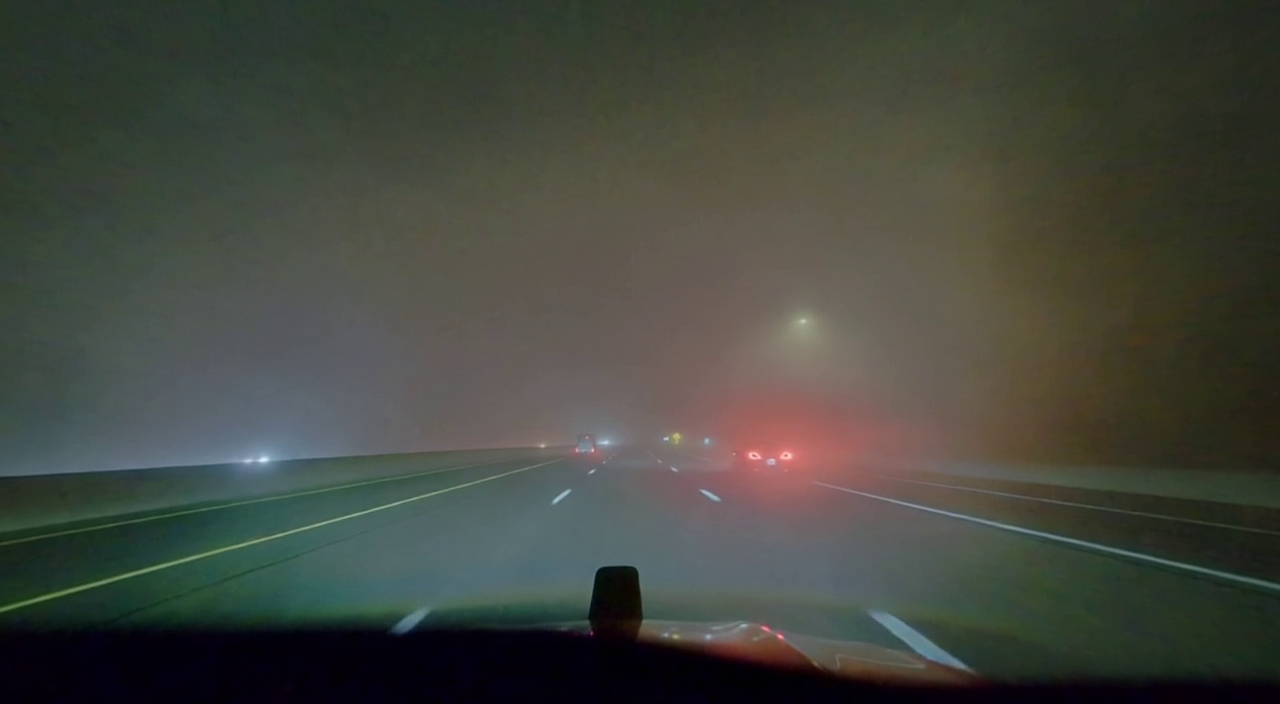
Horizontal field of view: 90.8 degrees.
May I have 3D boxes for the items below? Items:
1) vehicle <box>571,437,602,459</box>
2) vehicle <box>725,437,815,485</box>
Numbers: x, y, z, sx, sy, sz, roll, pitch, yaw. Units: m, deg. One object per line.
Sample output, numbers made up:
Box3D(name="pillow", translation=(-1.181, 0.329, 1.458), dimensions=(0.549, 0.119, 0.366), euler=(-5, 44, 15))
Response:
Box3D(name="vehicle", translation=(-4.109, 7.490, 49.343), dimensions=(2.048, 1.618, 4.424), euler=(0, -8, 0))
Box3D(name="vehicle", translation=(4.380, 3.745, 22.083), dimensions=(2.060, 1.485, 4.274), euler=(0, -9, -2))
